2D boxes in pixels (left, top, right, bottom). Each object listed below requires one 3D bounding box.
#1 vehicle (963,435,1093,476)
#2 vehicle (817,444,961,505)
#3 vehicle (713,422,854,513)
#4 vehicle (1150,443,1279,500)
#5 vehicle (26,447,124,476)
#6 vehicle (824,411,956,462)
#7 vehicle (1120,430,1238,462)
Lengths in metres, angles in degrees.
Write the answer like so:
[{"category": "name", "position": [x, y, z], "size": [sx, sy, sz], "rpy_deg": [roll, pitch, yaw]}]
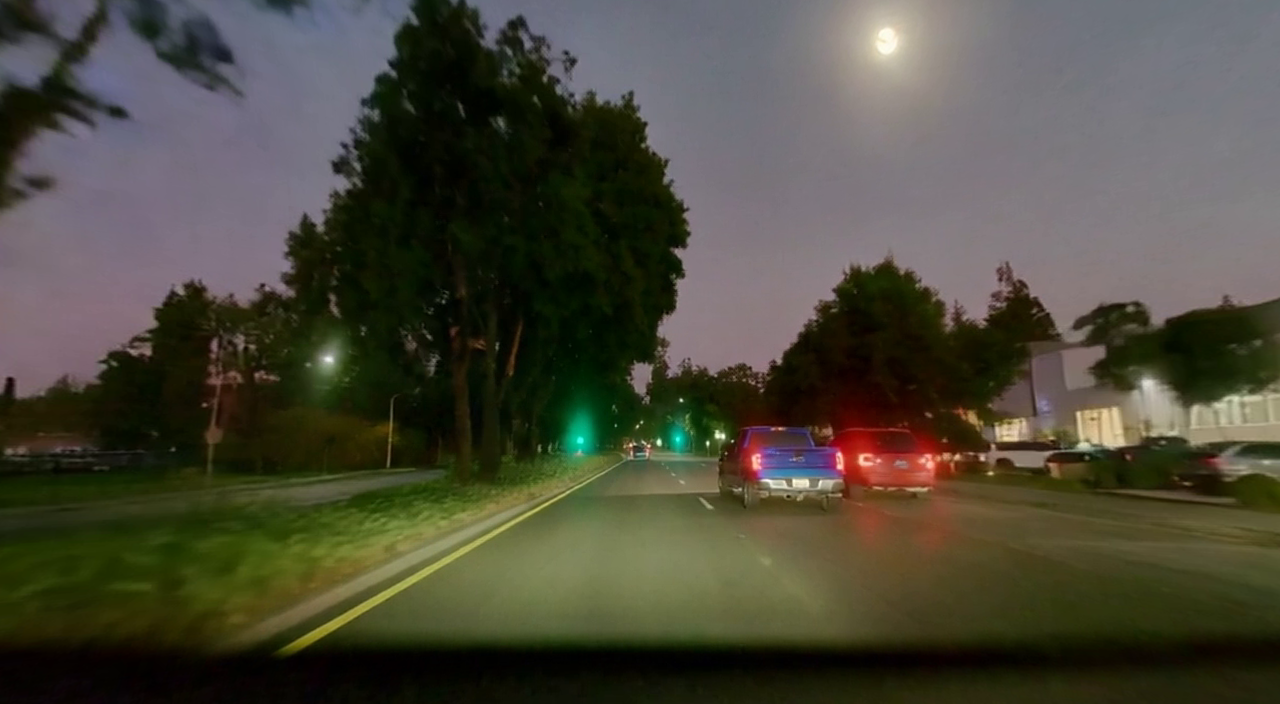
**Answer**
[{"category": "vehicle", "position": [17.730, 4.756, 29.183], "size": [4.747, 1.761, 2.043], "rpy_deg": [-4, -9, 22]}, {"category": "vehicle", "position": [6.729, 3.324, 17.755], "size": [2.012, 1.460, 4.812], "rpy_deg": [0, -8, -1]}, {"category": "vehicle", "position": [3.213, 2.727, 15.490], "size": [2.138, 1.836, 5.245], "rpy_deg": [0, -8, -1]}, {"category": "vehicle", "position": [17.052, 3.175, 16.992], "size": [4.721, 1.462, 2.028], "rpy_deg": [-4, -9, 25]}, {"category": "vehicle", "position": [-29.305, 5.679, 32.815], "size": [3.413, 1.459, 1.669], "rpy_deg": [0, -8, 0]}, {"category": "vehicle", "position": [18.792, 6.412, 47.944], "size": [8.393, 3.716, 3.472], "rpy_deg": [0, -9, -2]}, {"category": "vehicle", "position": [37.729, 6.664, 44.412], "size": [2.250, 1.954, 5.679], "rpy_deg": [3, -11, -28]}]
